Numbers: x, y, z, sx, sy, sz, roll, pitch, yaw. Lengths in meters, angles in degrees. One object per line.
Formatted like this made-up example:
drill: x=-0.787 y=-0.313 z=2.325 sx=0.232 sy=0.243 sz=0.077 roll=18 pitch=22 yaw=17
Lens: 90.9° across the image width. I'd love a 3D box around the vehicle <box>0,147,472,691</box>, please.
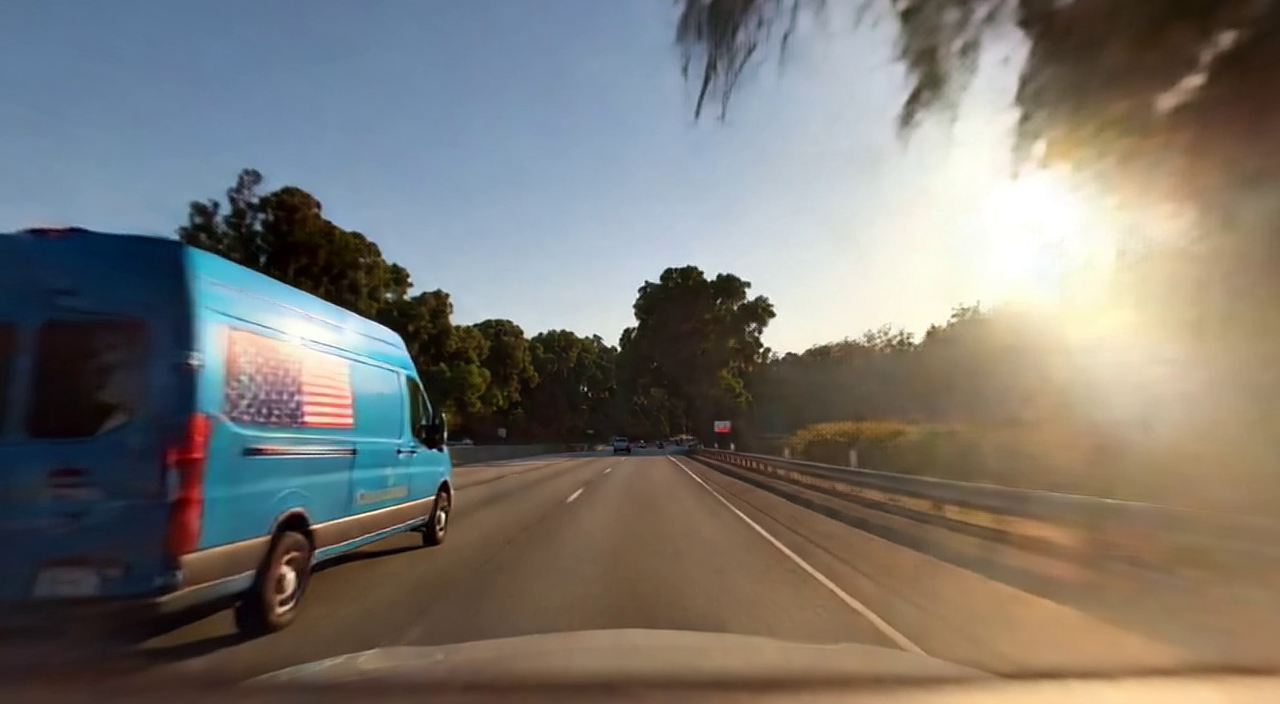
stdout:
vehicle: x=-3.646 y=0.684 z=6.166 sx=2.319 sy=2.883 sz=5.632 roll=-1 pitch=-8 yaw=1
